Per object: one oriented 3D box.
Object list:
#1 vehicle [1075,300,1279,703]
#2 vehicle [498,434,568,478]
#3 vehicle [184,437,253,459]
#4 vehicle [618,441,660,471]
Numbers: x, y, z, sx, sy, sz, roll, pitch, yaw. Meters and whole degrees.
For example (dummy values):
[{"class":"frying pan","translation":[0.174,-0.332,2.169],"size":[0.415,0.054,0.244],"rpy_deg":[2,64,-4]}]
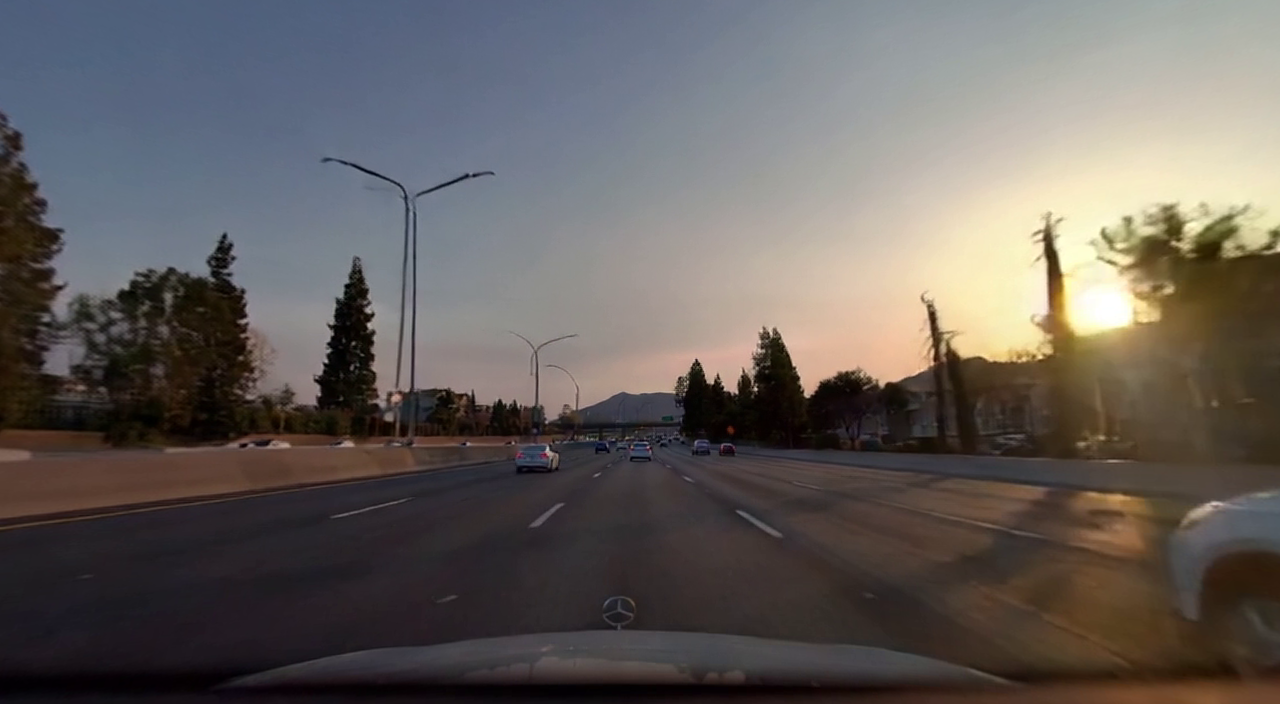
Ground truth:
[{"class":"vehicle","translation":[3.640,0.505,0.772],"size":[2.463,1.851,5.122],"rpy_deg":[0,-9,-1]},{"class":"vehicle","translation":[-4.440,4.413,27.027],"size":[2.260,1.706,4.177],"rpy_deg":[0,-9,0]},{"class":"vehicle","translation":[-32.681,7.463,49.225],"size":[1.969,1.644,4.969],"rpy_deg":[1,-9,-1]},{"class":"vehicle","translation":[-0.084,5.601,34.272],"size":[2.146,1.485,4.332],"rpy_deg":[0,-9,-1]}]
